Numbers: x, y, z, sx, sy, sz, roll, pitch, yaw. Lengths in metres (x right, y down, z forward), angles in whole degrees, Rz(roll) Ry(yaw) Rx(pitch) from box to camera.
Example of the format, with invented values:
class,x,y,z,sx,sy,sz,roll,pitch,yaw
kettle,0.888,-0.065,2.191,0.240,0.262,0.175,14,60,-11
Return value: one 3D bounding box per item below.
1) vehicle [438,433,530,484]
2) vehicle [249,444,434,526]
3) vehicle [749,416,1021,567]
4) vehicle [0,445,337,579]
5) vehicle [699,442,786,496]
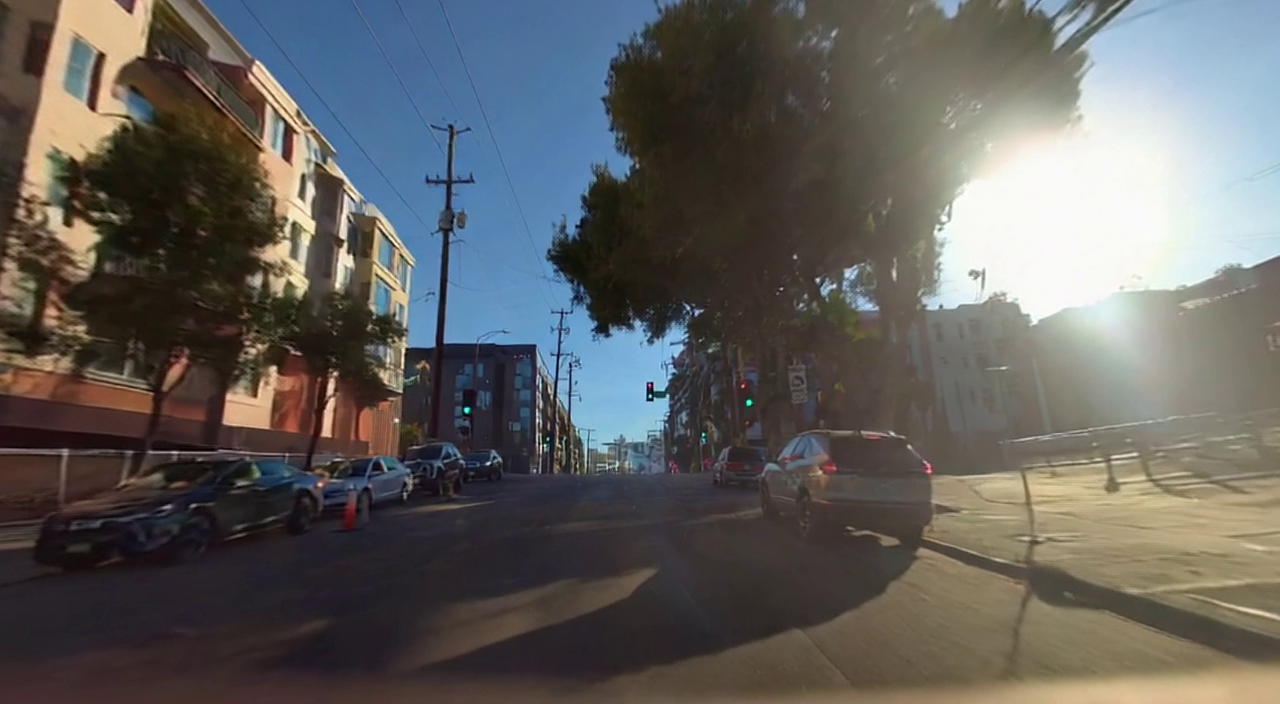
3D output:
class,x,y,z,sx,sy,sz,roll,pitch,yaw
vehicle,-6.361,4.412,26.681,2.279,1.873,5.912,0,-8,1
vehicle,-6.363,2.829,14.239,1.919,1.475,4.833,0,-8,-1
vehicle,3.288,1.966,9.906,2.141,1.737,5.009,0,-8,-1
vehicle,-6.426,2.113,9.285,1.968,1.450,4.271,0,-8,-3
vehicle,3.125,3.620,20.101,1.953,1.503,4.137,0,-8,-2
